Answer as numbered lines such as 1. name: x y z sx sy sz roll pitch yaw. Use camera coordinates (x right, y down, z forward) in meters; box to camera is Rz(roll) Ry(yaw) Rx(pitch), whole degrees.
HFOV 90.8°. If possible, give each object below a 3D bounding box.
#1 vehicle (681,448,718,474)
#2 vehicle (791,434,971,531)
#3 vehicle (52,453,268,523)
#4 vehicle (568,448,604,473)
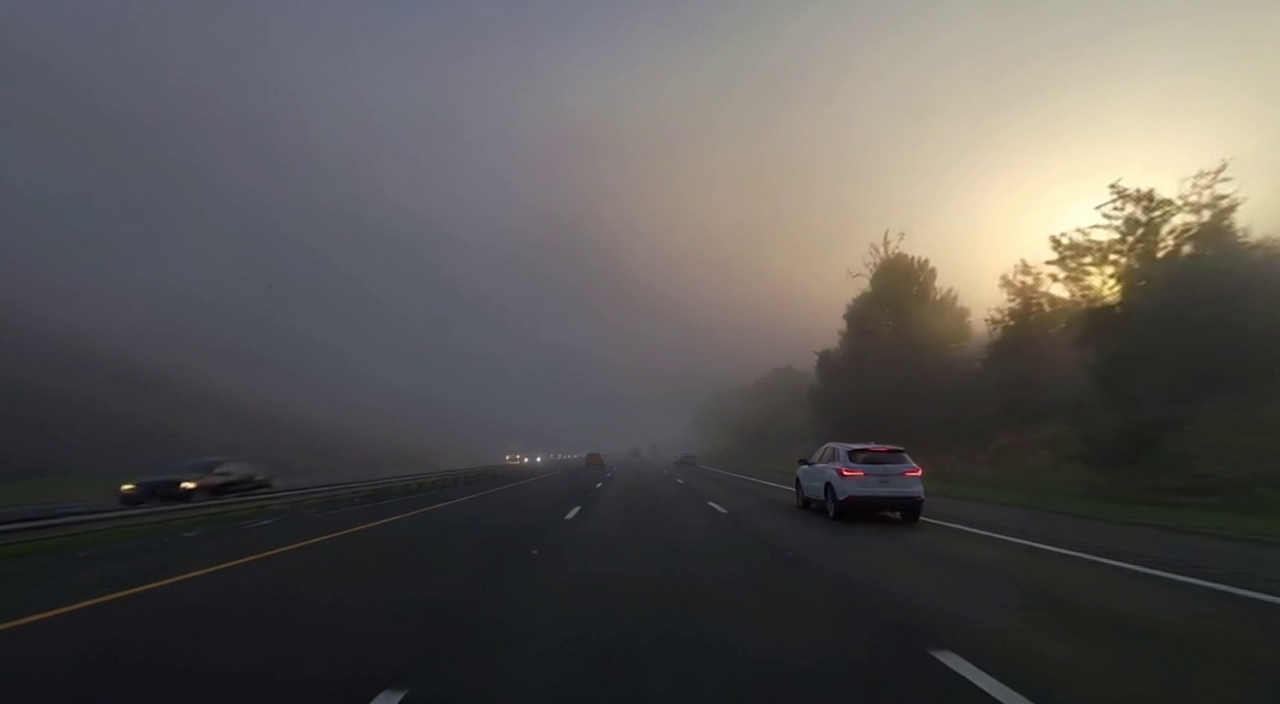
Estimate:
1. vehicle: 3.627 6.751 39.309 1.846 1.480 3.694 0 -9 -2
2. vehicle: 4.452 2.457 12.406 1.903 1.566 3.866 0 -9 -1
3. vehicle: -11.894 3.343 16.157 1.918 1.488 4.565 0 -9 0
4. vehicle: -3.499 7.093 41.398 2.021 1.507 4.272 0 -9 0
